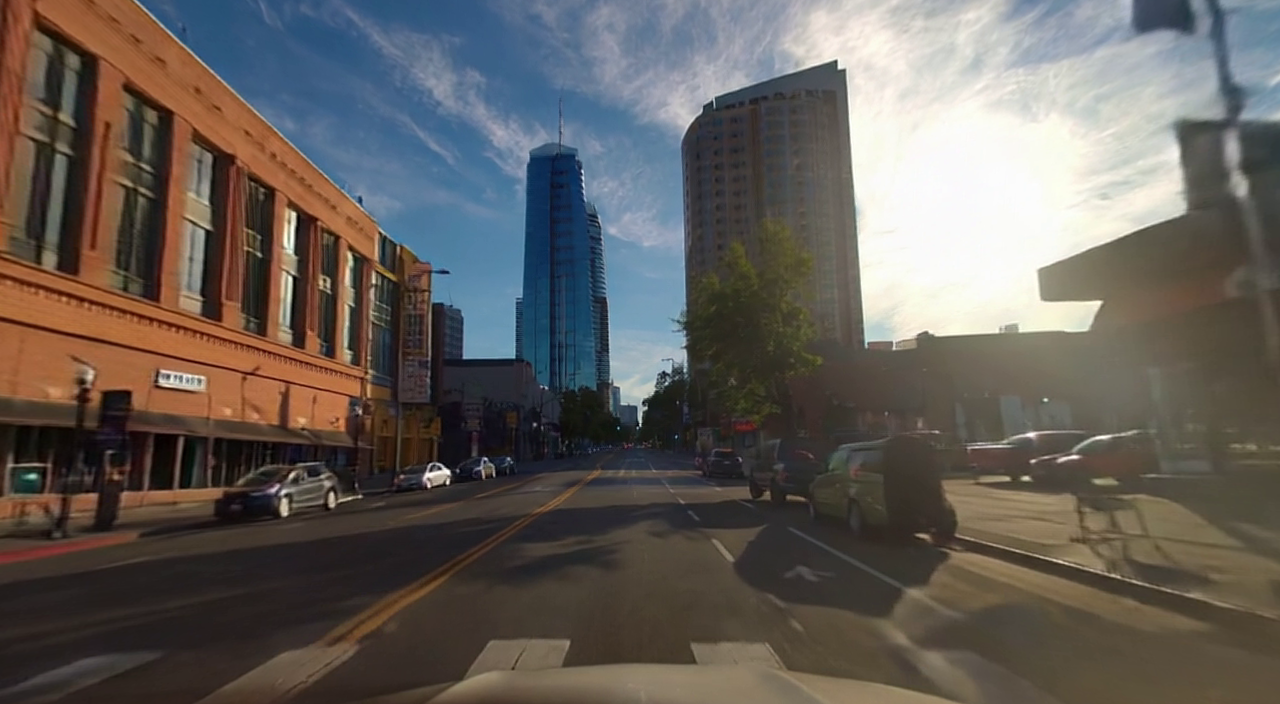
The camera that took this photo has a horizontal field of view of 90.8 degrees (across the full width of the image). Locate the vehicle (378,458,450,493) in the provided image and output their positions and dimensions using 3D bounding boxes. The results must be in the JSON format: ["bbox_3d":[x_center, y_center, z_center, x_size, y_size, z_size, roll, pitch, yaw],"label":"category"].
[{"bbox_3d":[-10.850,5.943,30.751,1.861,1.473,4.633,0,-8,-1],"label":"vehicle"}]

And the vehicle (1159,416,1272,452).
[{"bbox_3d":[27.069,3.849,29.789,3.666,1.448,1.639,-3,-6,1],"label":"vehicle"}]

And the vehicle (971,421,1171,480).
[{"bbox_3d":[13.615,3.155,20.258,4.732,1.746,2.141,-1,-8,3],"label":"vehicle"}]

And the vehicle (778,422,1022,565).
[{"bbox_3d":[3.866,2.179,10.652,2.118,1.779,5.121,-1,-8,3],"label":"vehicle"}]

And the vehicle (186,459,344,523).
[{"bbox_3d":[-10.897,4.036,18.831,2.018,1.553,4.407,0,-8,-1],"label":"vehicle"}]

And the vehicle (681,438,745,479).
[{"bbox_3d":[3.644,5.485,32.812,2.492,1.909,5.830,0,-8,-1],"label":"vehicle"}]
